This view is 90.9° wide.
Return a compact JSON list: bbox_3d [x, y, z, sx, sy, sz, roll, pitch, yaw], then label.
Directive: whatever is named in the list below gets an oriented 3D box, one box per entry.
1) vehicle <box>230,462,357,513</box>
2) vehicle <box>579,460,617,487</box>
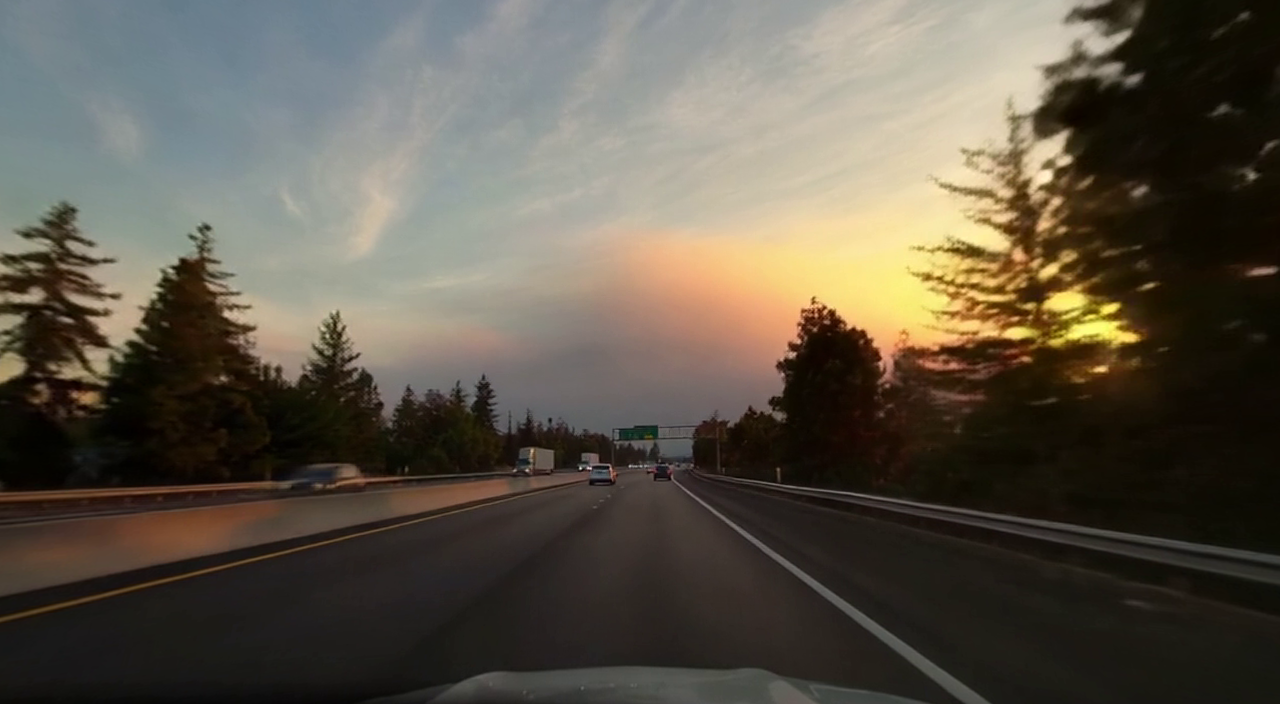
[{"bbox_3d":[-12.652,4.957,23.423,1.984,1.649,4.572,1,-10,1],"label":"vehicle"},{"bbox_3d":[-2.863,8.489,44.112,2.160,1.721,4.368,0,-10,3],"label":"vehicle"}]
